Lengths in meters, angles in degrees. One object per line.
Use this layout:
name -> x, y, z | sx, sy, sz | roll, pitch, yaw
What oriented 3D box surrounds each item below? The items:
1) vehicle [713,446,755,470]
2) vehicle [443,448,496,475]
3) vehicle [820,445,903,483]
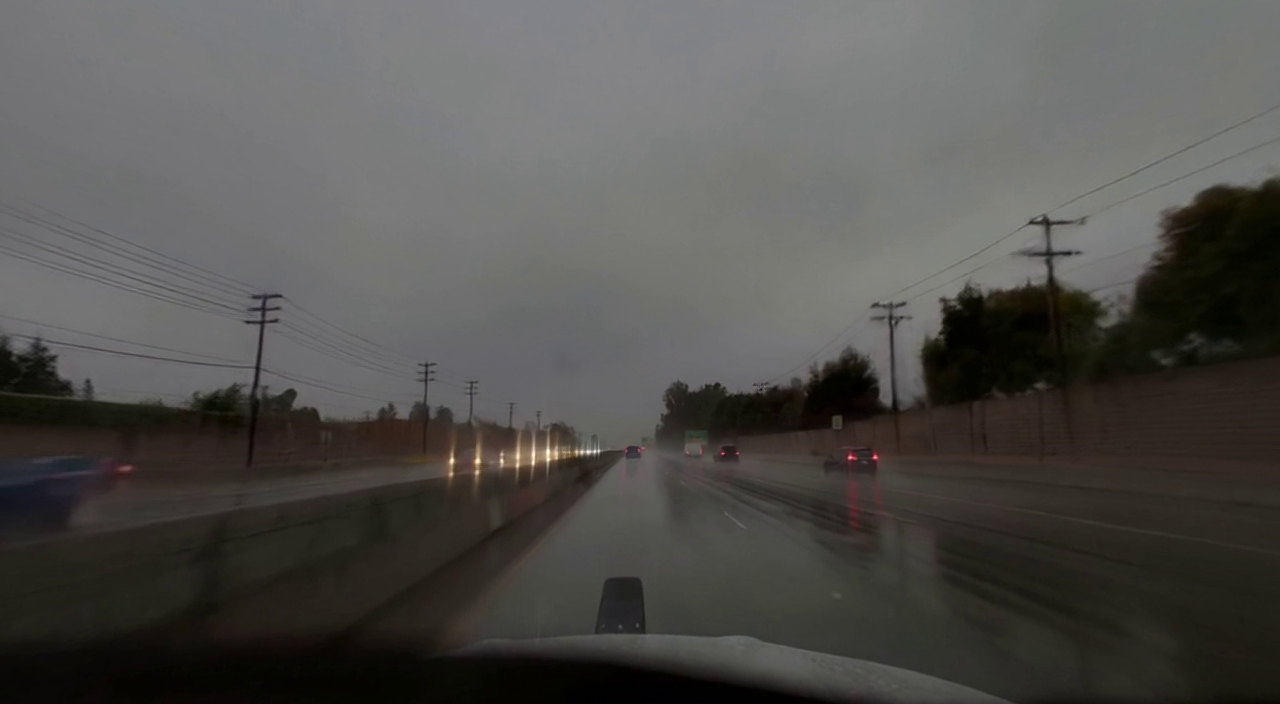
vehicle -> 6.269, 7.108, 42.694 | 2.069, 1.520, 4.614 | 1, -8, -1
vehicle -> -10.061, 6.474, 37.606 | 1.896, 1.499, 4.497 | 0, -8, 0
vehicle -> 9.617, 4.873, 27.884 | 1.969, 1.506, 4.422 | 1, -8, -1
